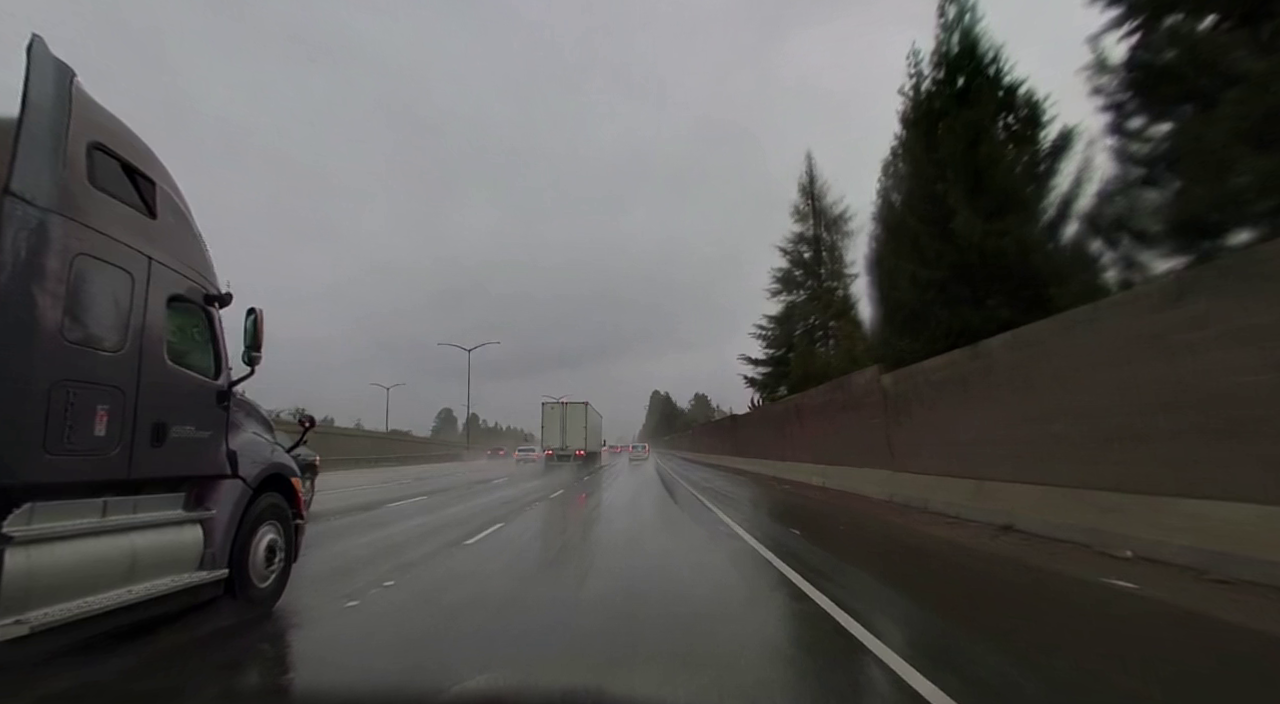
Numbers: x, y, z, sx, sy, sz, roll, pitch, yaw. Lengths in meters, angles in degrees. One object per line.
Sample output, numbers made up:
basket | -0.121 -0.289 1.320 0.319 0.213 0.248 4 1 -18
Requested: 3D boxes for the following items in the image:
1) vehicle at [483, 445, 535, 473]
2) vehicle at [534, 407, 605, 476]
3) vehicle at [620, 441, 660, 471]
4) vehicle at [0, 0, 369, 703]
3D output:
vehicle | -7.246 5.945 35.188 1.962 1.489 4.002 0 -9 1
vehicle | -3.730 5.088 35.641 2.956 3.331 9.575 0 -9 0
vehicle | 0.031 6.014 36.674 2.178 1.640 4.071 0 -9 1
vehicle | -3.793 -0.107 0.268 3.025 3.266 9.256 0 -9 1
